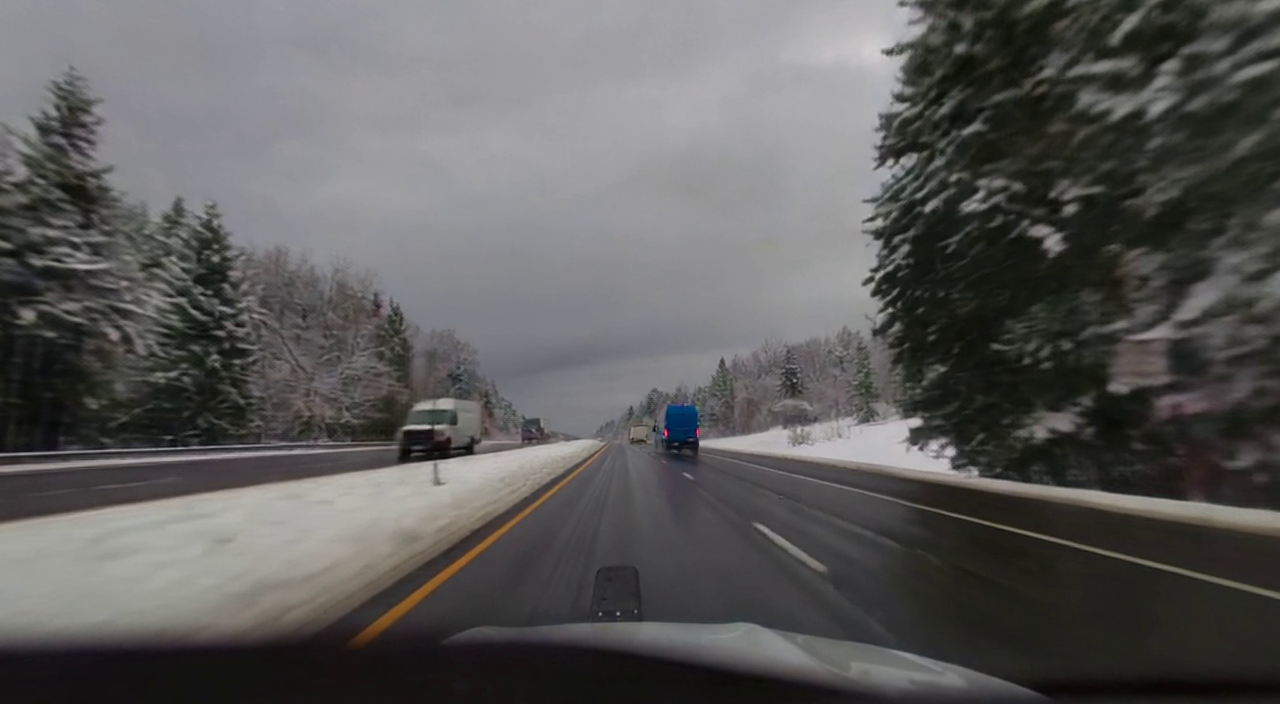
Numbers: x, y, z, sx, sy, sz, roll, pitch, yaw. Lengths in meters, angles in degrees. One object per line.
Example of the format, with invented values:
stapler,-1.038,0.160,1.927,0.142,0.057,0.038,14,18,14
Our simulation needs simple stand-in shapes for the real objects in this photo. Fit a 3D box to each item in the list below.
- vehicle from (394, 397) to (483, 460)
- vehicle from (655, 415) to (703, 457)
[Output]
vehicle,-9.580,3.751,30.639,2.420,2.722,6.220,0,-8,-2
vehicle,2.507,5.646,42.391,2.570,2.596,6.082,0,-8,-3
